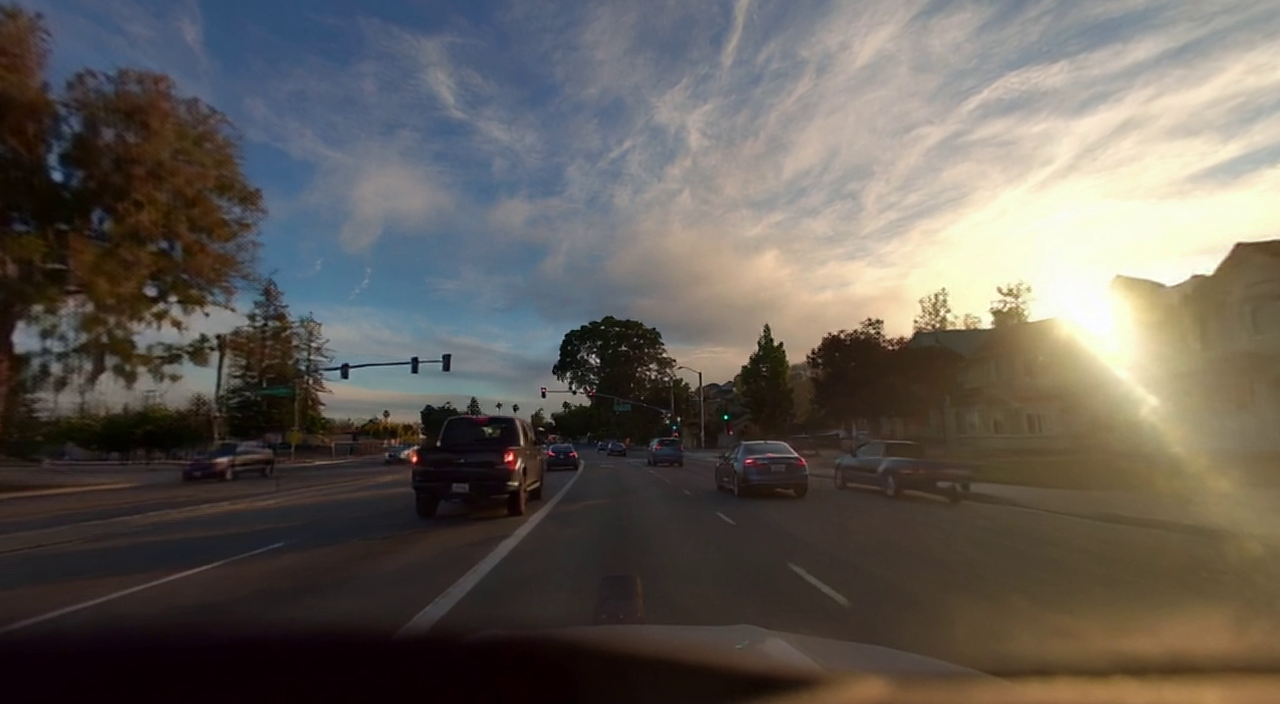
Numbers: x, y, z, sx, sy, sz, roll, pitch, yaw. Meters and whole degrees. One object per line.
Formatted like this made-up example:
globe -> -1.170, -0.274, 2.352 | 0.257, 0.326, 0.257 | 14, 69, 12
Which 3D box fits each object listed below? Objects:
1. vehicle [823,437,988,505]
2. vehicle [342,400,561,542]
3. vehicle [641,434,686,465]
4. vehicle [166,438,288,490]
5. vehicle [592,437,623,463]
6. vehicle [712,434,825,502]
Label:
vehicle -> 6.561, 2.960, 16.320 | 1.989, 1.459, 4.700 | 0, -8, -3
vehicle -> -3.015, 2.117, 12.033 | 2.354, 1.948, 6.355 | 0, -8, -1
vehicle -> 1.517, 6.653, 43.453 | 2.391, 1.960, 5.600 | 0, -8, -5
vehicle -> -17.725, 4.773, 27.547 | 2.292, 1.990, 5.714 | 1, -8, -10
vehicle -> -2.515, 7.451, 48.248 | 2.164, 1.867, 4.254 | 0, -8, -6
vehicle -> 3.138, 2.913, 16.333 | 1.870, 1.491, 4.009 | 0, -8, -3
